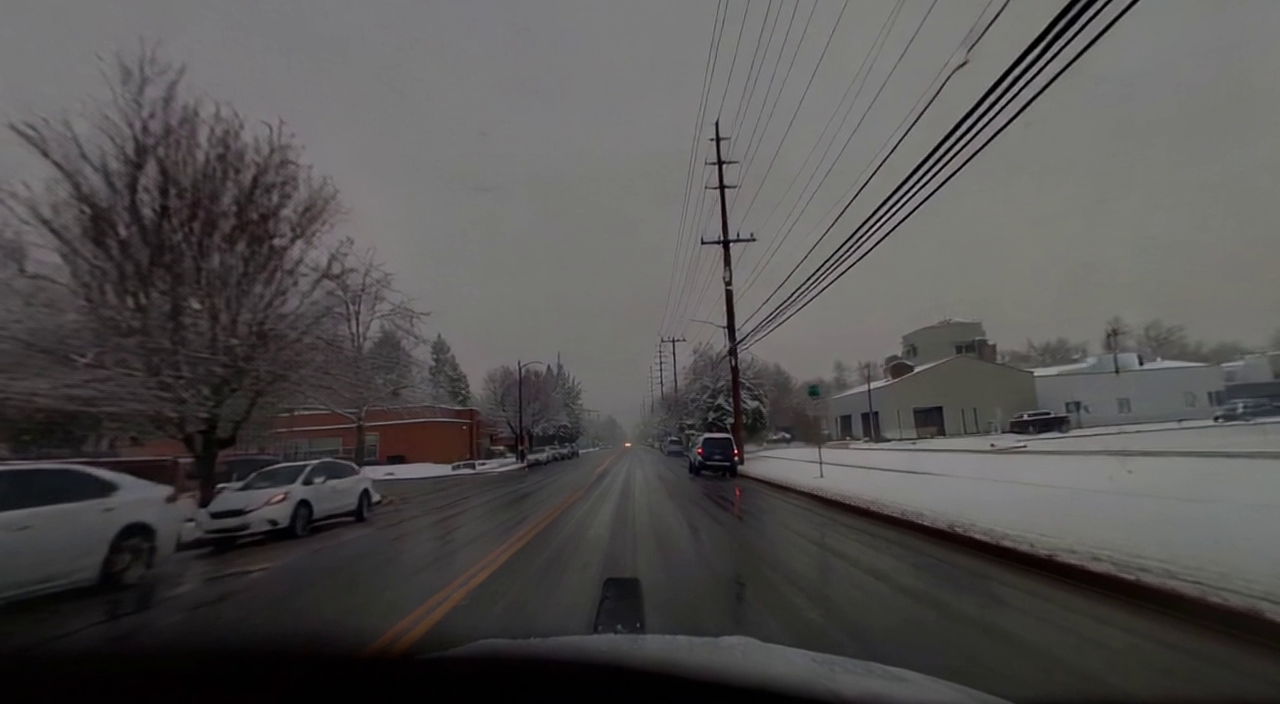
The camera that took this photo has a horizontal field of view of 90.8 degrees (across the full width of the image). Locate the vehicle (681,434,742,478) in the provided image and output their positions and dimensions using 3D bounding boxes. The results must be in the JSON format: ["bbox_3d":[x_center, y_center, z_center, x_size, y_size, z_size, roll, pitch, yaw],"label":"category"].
[{"bbox_3d":[3.135,4.714,28.893,2.138,1.820,5.218,0,-8,0],"label":"vehicle"}]

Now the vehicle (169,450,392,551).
[{"bbox_3d":[-6.530,2.690,12.143,1.804,1.403,4.174,-3,-8,1],"label":"vehicle"}]

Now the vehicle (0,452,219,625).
[{"bbox_3d":[-6.569,1.803,6.183,1.887,1.460,4.444,-4,-8,0],"label":"vehicle"}]
